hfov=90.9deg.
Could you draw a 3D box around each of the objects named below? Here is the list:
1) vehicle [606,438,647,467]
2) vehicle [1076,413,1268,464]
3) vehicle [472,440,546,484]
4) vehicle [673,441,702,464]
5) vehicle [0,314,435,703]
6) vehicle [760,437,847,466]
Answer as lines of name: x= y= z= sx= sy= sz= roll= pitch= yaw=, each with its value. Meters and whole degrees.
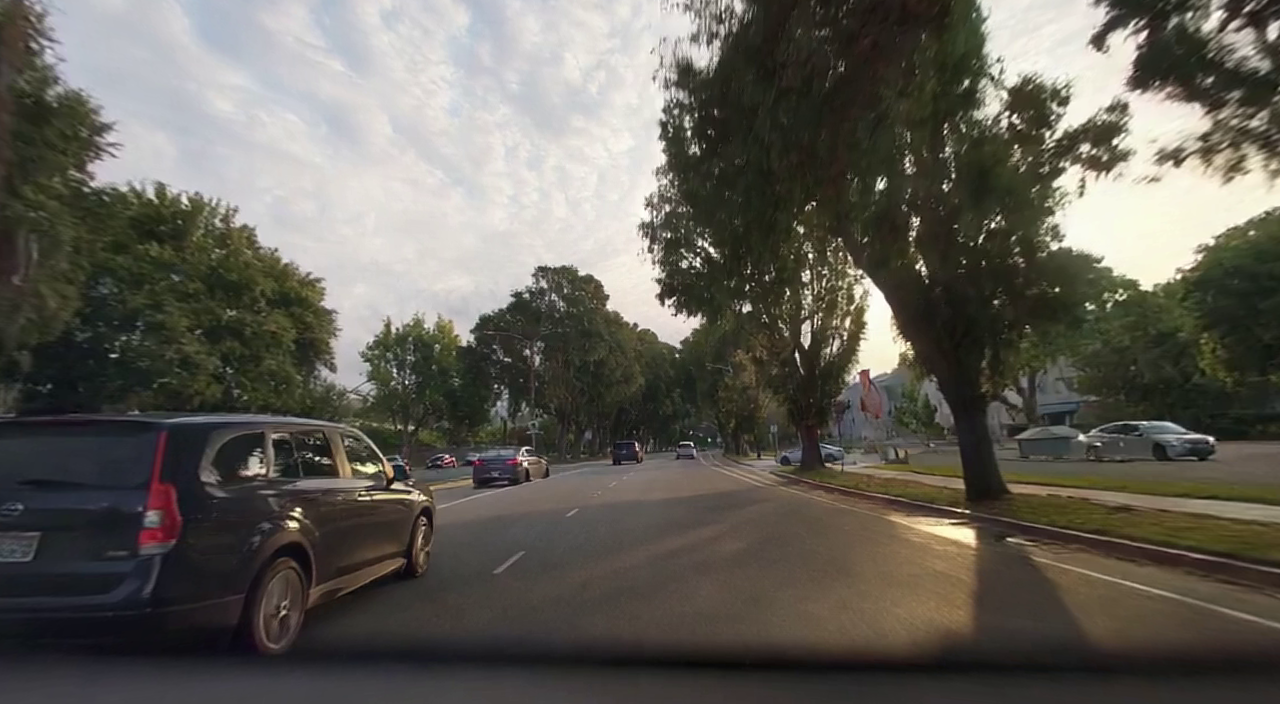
vehicle: x=-0.867 y=6.803 z=42.855 sx=2.255 sy=1.806 sz=4.710 roll=-1 pitch=-9 yaw=6
vehicle: x=17.762 y=2.924 z=21.289 sx=4.420 sy=1.607 sz=2.098 roll=-1 pitch=-8 yaw=6
vehicle: x=-5.450 y=4.620 z=26.780 sx=1.985 sy=1.708 sz=4.310 roll=-1 pitch=-9 yaw=4
vehicle: x=3.565 y=7.639 z=47.990 sx=2.088 sy=1.597 sz=4.309 roll=-1 pitch=-9 yaw=3
vehicle: x=-3.139 y=1.067 z=4.129 sx=2.123 sy=1.761 sz=4.322 roll=0 pitch=-9 yaw=0
vehicle: x=9.661 y=5.921 z=37.448 sx=4.824 sy=1.646 sz=2.077 roll=-2 pitch=-9 yaw=13
